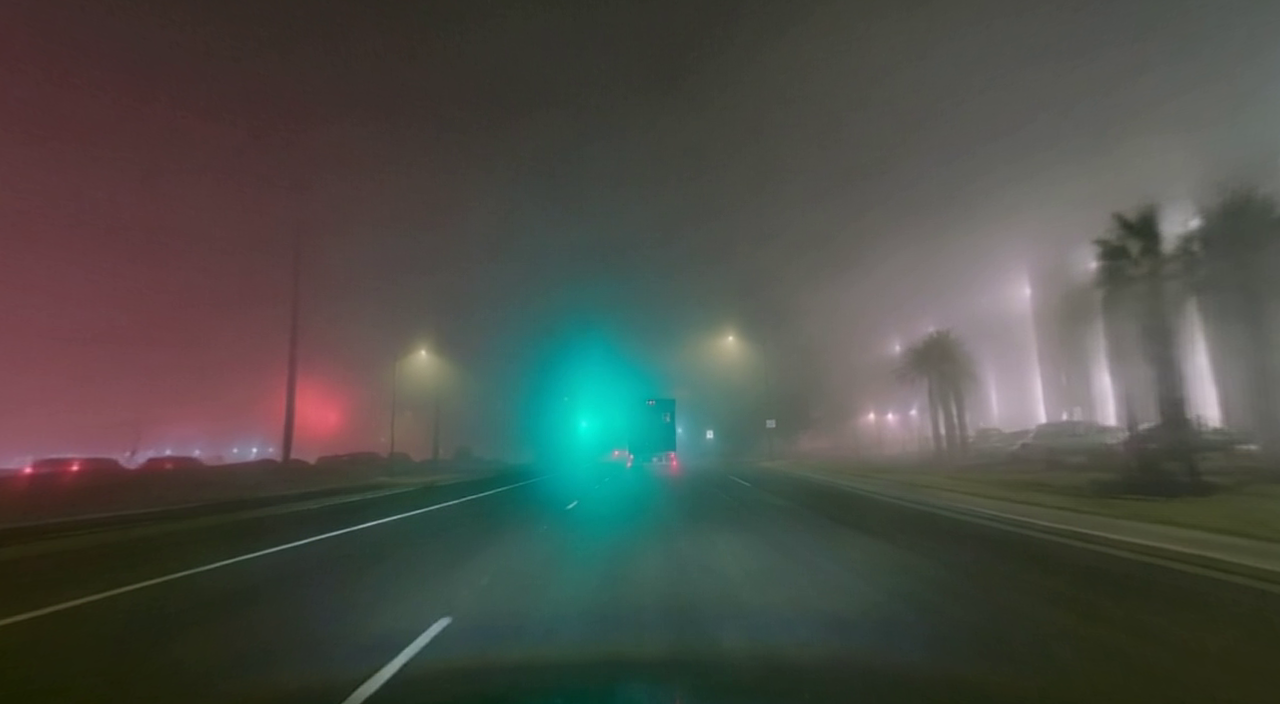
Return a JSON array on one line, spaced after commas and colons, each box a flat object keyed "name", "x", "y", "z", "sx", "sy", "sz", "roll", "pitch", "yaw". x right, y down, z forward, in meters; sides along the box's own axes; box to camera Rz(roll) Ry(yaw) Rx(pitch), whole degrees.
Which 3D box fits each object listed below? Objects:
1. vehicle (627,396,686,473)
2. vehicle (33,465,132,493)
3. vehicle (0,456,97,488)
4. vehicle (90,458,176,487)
[{"name": "vehicle", "x": 0.740, "y": 5.135, "z": 38.254, "sx": 2.992, "sy": 3.949, "sz": 11.815, "roll": 0, "pitch": -9, "yaw": -1}, {"name": "vehicle", "x": -34.207, "y": 7.771, "z": 38.574, "sx": 4.296, "sy": 1.513, "sz": 1.825, "roll": 0, "pitch": -7, "yaw": 1}, {"name": "vehicle", "x": -39.090, "y": 7.872, "z": 41.248, "sx": 4.931, "sy": 1.941, "sz": 1.888, "roll": 0, "pitch": -8, "yaw": 0}, {"name": "vehicle", "x": -33.539, "y": 7.957, "z": 41.588, "sx": 4.128, "sy": 1.603, "sz": 1.853, "roll": -3, "pitch": -9, "yaw": 1}]
